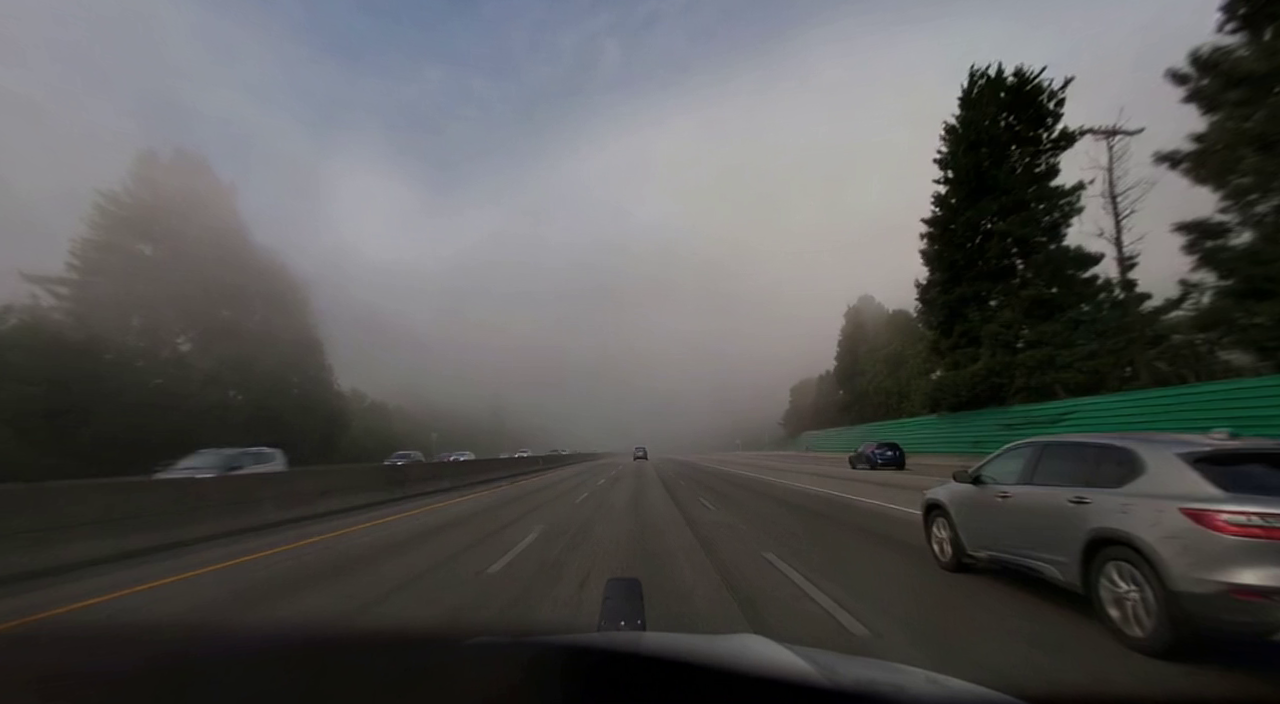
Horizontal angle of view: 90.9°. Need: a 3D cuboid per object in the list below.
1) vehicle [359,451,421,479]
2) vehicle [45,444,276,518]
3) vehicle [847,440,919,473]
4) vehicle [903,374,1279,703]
[{"bbox_3d":[-15.619,7.029,39.605,1.896,1.625,4.723,0,-9,1],"label":"vehicle"},{"bbox_3d":[-10.856,2.924,14.814,1.910,1.457,4.452,0,-9,0],"label":"vehicle"},{"bbox_3d":[12.673,5.463,33.159,2.163,1.596,3.997,0,-9,-1],"label":"vehicle"},{"bbox_3d":[3.777,1.190,4.528,1.930,1.628,4.099,0,-9,-1],"label":"vehicle"}]
